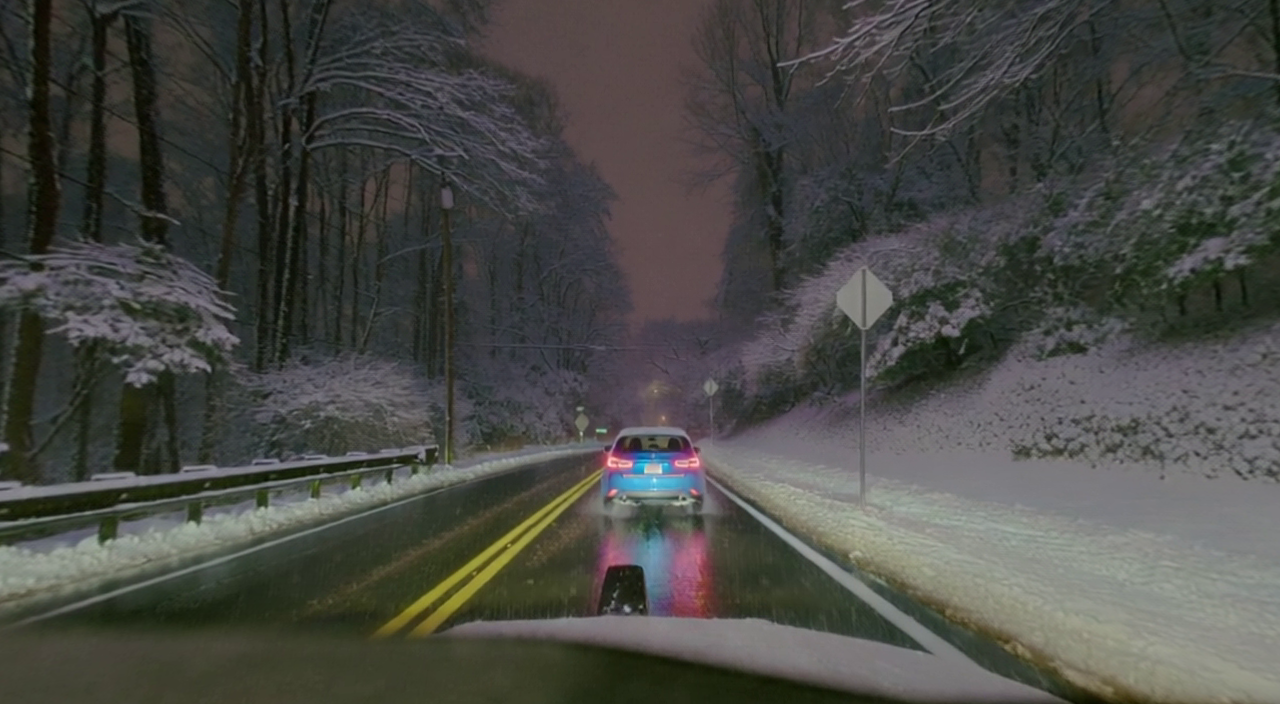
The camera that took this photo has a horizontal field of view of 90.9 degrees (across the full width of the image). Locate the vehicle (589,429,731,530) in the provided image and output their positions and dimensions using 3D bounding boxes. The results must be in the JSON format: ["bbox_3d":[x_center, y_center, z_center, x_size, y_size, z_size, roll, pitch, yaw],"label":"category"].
[{"bbox_3d":[0.320,2.255,11.671,2.187,1.533,3.726,0,-8,0],"label":"vehicle"}]
